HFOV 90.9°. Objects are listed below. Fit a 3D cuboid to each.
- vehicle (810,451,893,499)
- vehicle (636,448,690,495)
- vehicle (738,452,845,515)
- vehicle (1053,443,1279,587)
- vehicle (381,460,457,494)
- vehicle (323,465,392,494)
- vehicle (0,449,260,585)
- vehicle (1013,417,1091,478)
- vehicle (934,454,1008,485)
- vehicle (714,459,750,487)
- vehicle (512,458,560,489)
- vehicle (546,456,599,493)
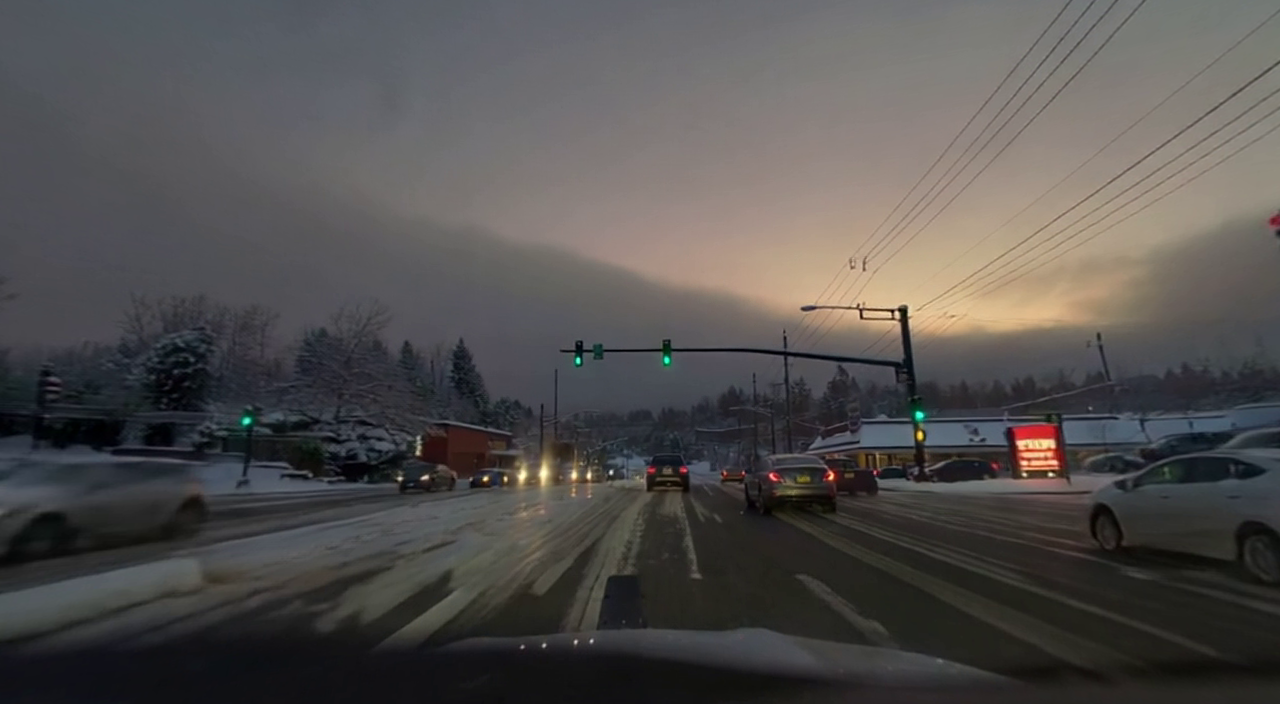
[{"bbox_3d":[8.604,4.986,26.073,2.040,1.738,4.414,0,-8,2],"label":"vehicle"},{"bbox_3d":[1.053,5.216,28.031,2.210,1.861,4.280,-1,-8,3],"label":"vehicle"},{"bbox_3d":[4.091,3.602,17.873,1.963,1.484,4.609,0,-8,1],"label":"vehicle"},{"bbox_3d":[7.558,1.863,7.739,1.911,1.466,4.572,0,-8,1],"label":"vehicle"},{"bbox_3d":[-10.889,6.172,31.413,1.871,1.453,4.575,-1,-8,4],"label":"vehicle"},{"bbox_3d":[-17.468,7.900,39.243,2.125,1.484,4.832,-1,-9,-1],"label":"vehicle"},{"bbox_3d":[-8.150,2.212,9.359,1.993,1.491,4.673,0,-8,2],"label":"vehicle"},{"bbox_3d":[18.974,4.357,29.041,2.521,2.491,5.455,-7,-10,33],"label":"vehicle"},{"bbox_3d":[17.656,6.197,33.518,4.373,1.399,2.052,7,-11,-42],"label":"vehicle"},{"bbox_3d":[6.358,8.373,44.024,2.036,1.719,4.318,0,-8,3],"label":"vehicle"},{"bbox_3d":[-6.714,7.885,41.214,2.065,1.805,4.668,-1,-8,4],"label":"vehicle"},{"bbox_3d":[-3.491,6.466,33.631,2.041,1.494,4.647,-3,-6,3],"label":"vehicle"}]
